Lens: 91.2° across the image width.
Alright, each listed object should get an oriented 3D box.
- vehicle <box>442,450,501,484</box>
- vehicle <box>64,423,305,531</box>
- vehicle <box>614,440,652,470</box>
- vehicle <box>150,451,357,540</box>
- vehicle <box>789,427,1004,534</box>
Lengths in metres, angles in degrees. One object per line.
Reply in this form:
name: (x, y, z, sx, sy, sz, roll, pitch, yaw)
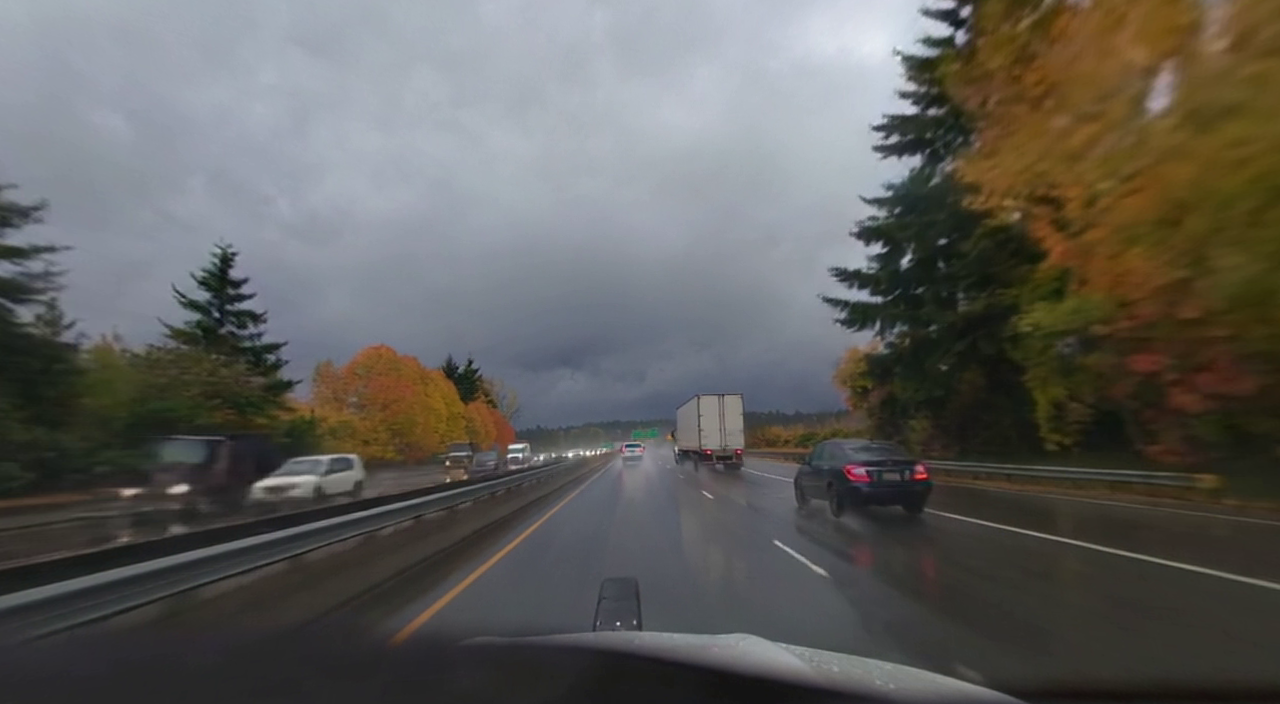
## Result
vehicle: (-8.810, 6.045, 33.173, 1.971, 1.628, 4.243, -1, -9, 0)
vehicle: (-13.651, 3.763, 19.729, 2.380, 2.710, 6.976, -1, -9, -1)
vehicle: (-0.431, 6.352, 38.778, 2.168, 1.705, 4.272, -1, -9, 0)
vehicle: (-8.305, 3.056, 14.067, 1.943, 1.634, 4.240, -1, -9, 0)
vehicle: (4.232, 2.193, 11.255, 1.997, 1.504, 4.236, -1, -9, -1)
